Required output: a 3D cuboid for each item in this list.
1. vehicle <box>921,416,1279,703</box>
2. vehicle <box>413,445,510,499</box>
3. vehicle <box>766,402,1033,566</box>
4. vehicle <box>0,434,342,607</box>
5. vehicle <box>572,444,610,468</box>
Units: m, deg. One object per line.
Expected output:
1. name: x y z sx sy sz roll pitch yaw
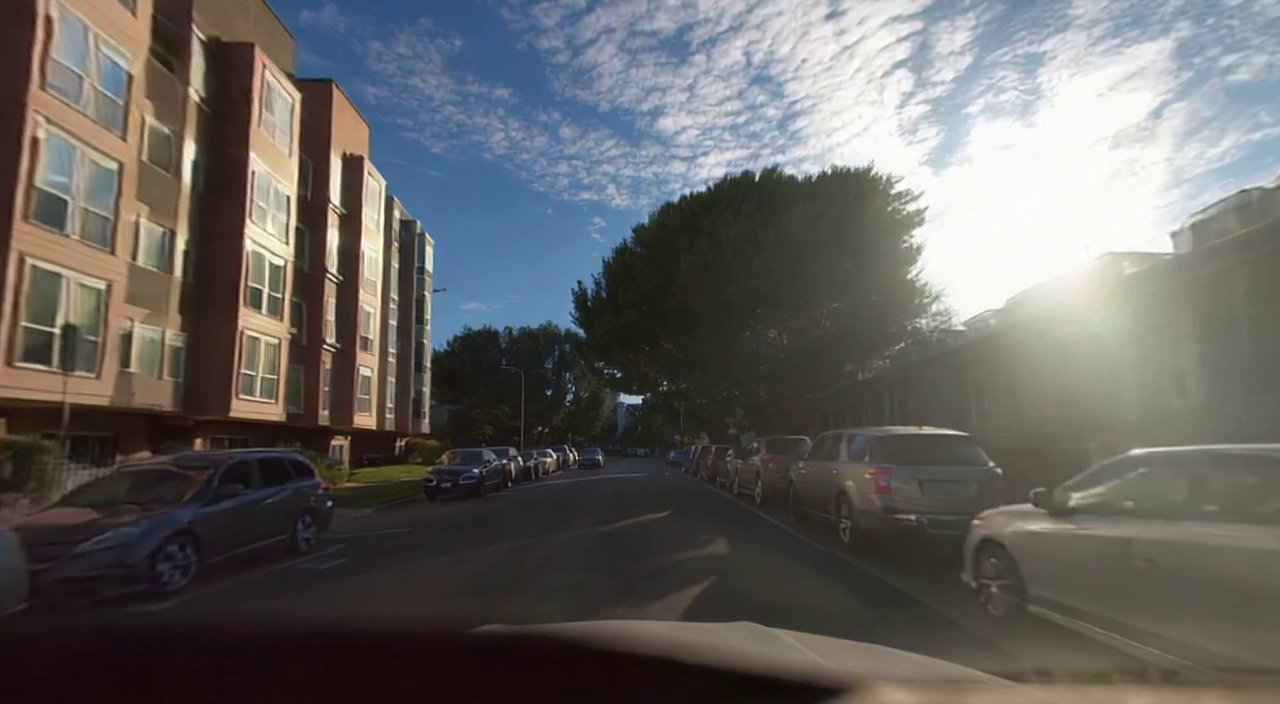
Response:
1. vehicle: 3.703 1.225 3.913 1.740 1.527 4.602 0 -9 -1
2. vehicle: -5.435 3.684 19.881 1.647 1.481 4.433 0 -9 2
3. vehicle: 3.390 1.846 9.570 1.835 1.809 4.997 0 -9 -1
4. vehicle: -5.153 1.762 7.394 1.628 1.504 3.500 0 -9 -1
5. vehicle: -3.165 6.804 41.494 1.939 1.504 4.121 -1 -9 3
